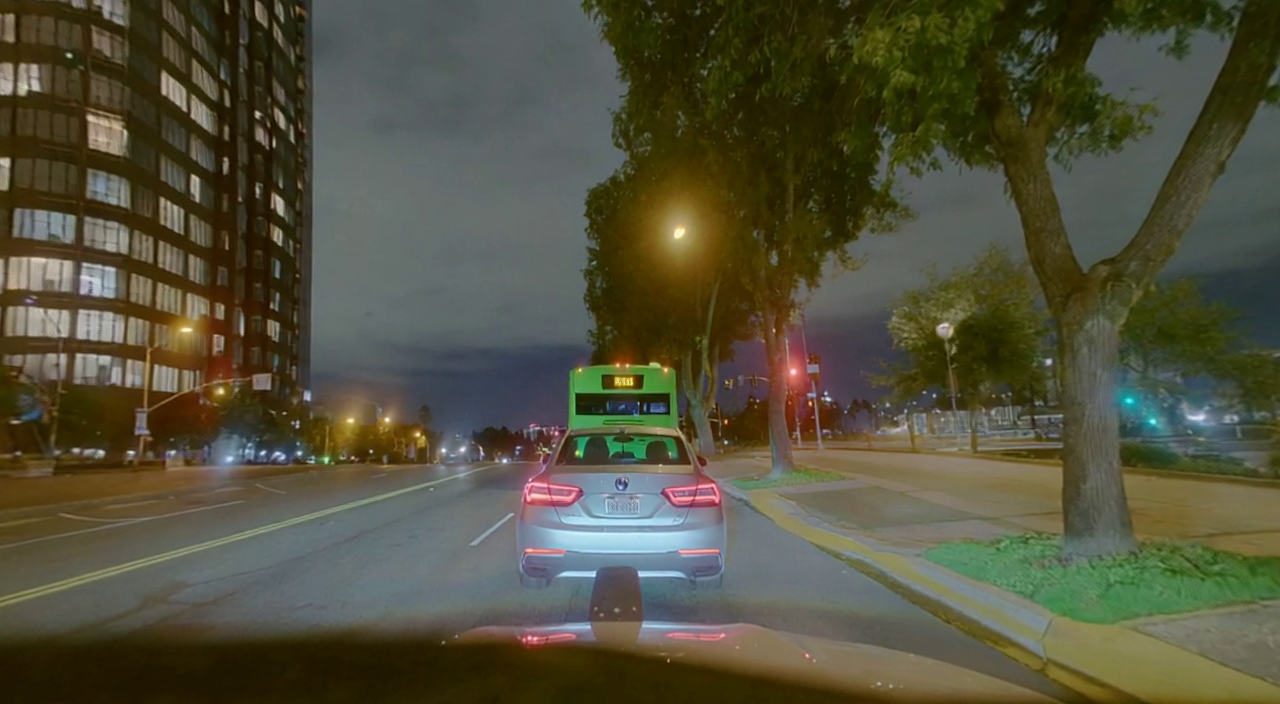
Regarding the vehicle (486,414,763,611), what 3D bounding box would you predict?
[{"bbox_3d":[-0.157,1.463,6.737,2.064,1.452,3.942,0,-8,-1],"label":"vehicle"}]
